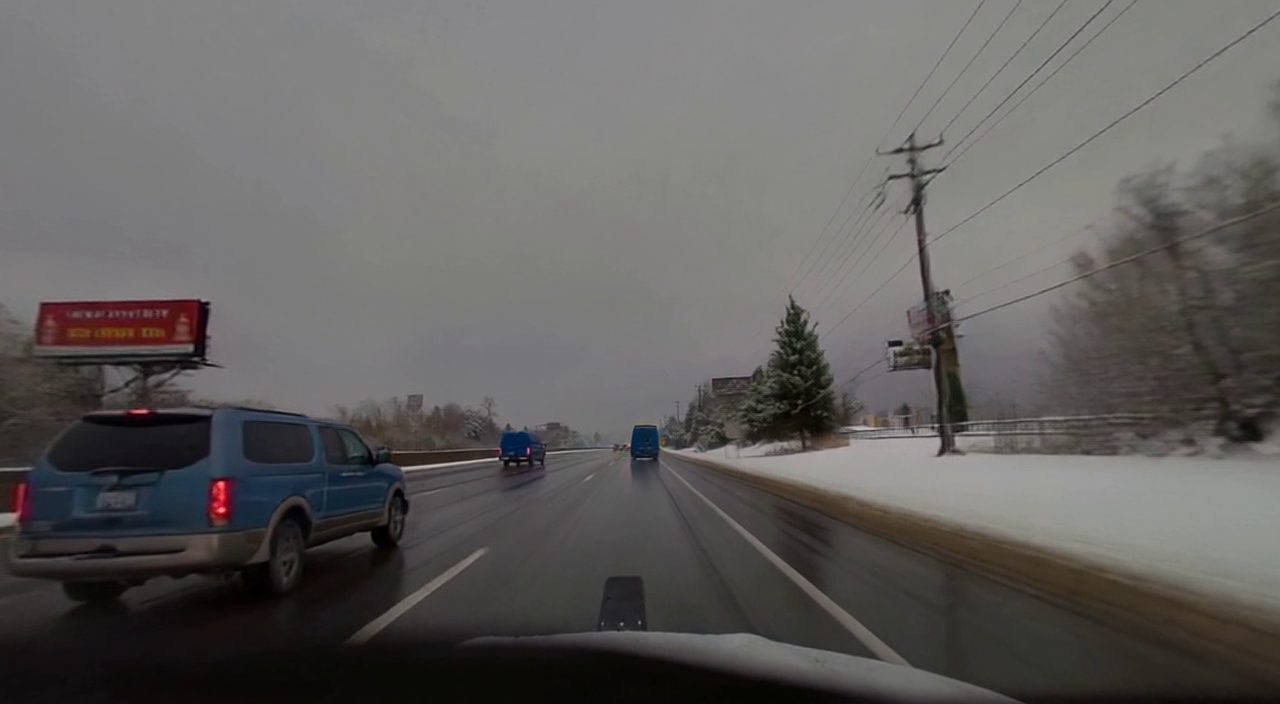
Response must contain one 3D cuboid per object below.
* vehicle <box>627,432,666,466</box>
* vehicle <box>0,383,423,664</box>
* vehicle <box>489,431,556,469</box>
[{"bbox_3d":[0.428,7.128,46.270,2.692,2.279,5.695,0,-8,0],"label":"vehicle"},{"bbox_3d":[-4.113,1.407,6.328,2.145,1.730,4.729,0,-8,0],"label":"vehicle"},{"bbox_3d":[-6.935,5.936,38.123,2.695,2.084,6.836,0,-8,1],"label":"vehicle"}]
